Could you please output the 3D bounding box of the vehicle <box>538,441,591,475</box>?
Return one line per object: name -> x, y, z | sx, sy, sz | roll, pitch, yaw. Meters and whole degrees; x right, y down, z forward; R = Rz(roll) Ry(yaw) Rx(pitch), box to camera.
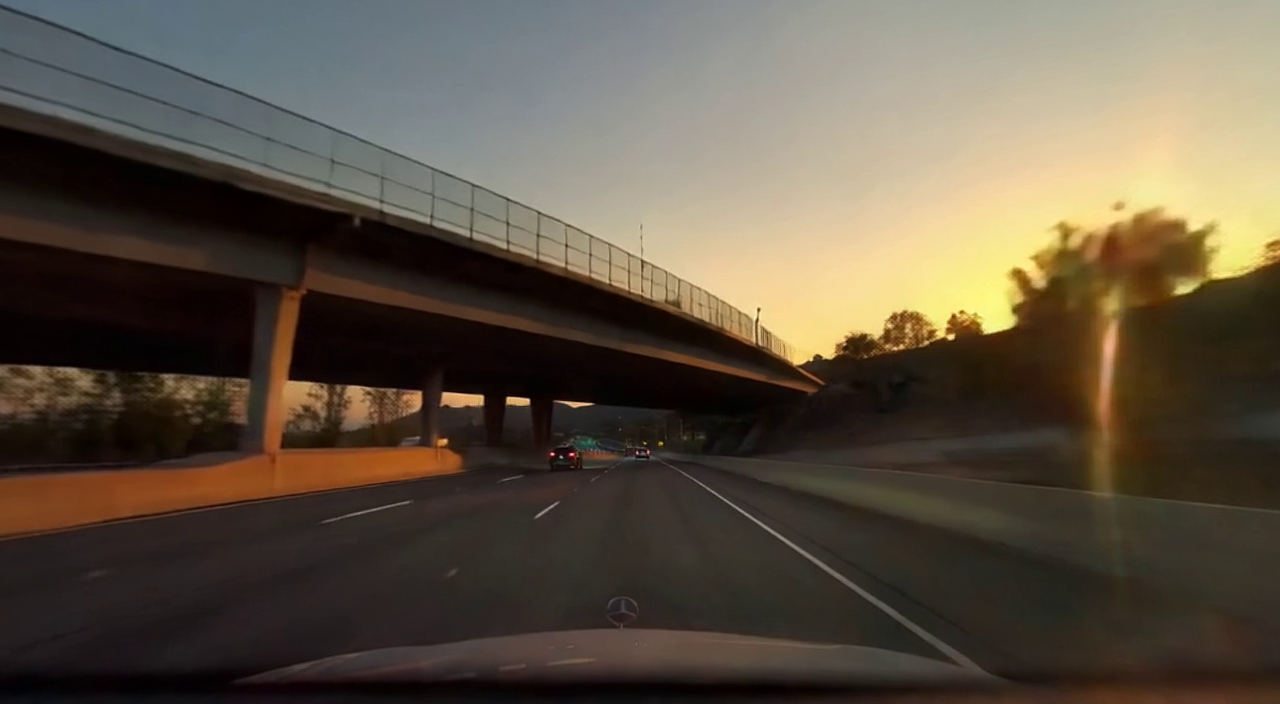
vehicle -> -4.153, 5.947, 35.705 | 2.272, 1.759, 5.058 | 0, -9, 1
